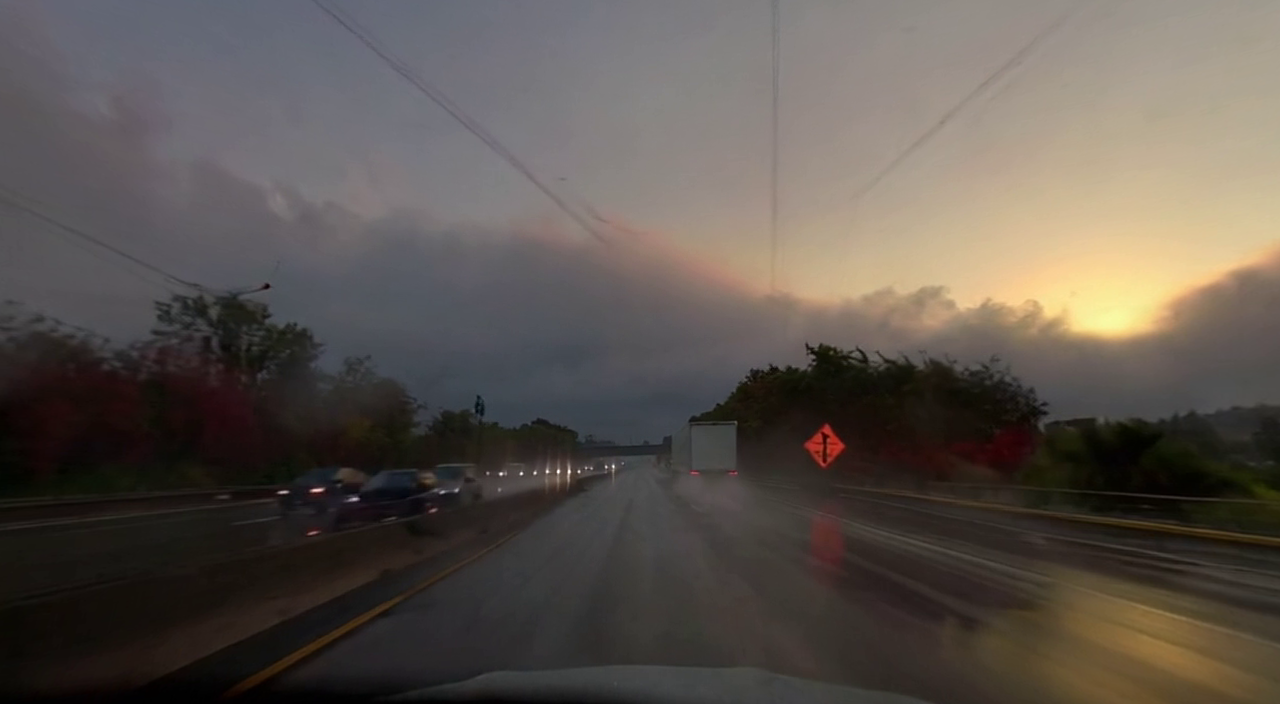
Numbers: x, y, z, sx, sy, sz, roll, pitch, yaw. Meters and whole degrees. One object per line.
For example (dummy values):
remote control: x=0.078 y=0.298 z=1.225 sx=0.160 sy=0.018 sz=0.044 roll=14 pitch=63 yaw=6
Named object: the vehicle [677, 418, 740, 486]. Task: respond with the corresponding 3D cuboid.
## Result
vehicle: x=3.851 y=5.853 z=36.765 sx=2.806 sy=3.499 sz=5.698 roll=-3 pitch=-9 yaw=-1
